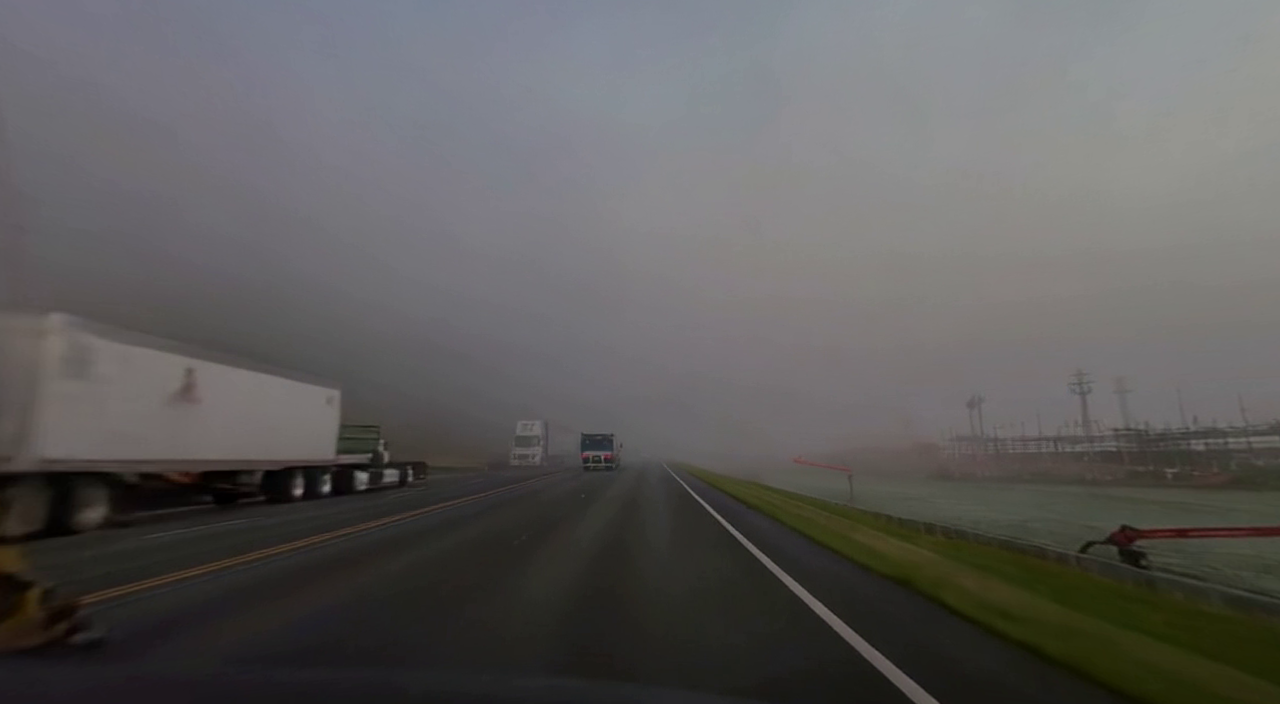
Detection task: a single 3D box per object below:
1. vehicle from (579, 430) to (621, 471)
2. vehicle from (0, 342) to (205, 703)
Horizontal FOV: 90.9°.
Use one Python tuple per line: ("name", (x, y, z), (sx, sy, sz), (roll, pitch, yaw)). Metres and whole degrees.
("vehicle", (-2.803, 7.212, 46.272), (2.565, 2.771, 6.641), (0, -9, 1))
("vehicle", (-3.322, 0.640, 1.147), (2.194, 1.648, 3.984), (0, -9, -1))
